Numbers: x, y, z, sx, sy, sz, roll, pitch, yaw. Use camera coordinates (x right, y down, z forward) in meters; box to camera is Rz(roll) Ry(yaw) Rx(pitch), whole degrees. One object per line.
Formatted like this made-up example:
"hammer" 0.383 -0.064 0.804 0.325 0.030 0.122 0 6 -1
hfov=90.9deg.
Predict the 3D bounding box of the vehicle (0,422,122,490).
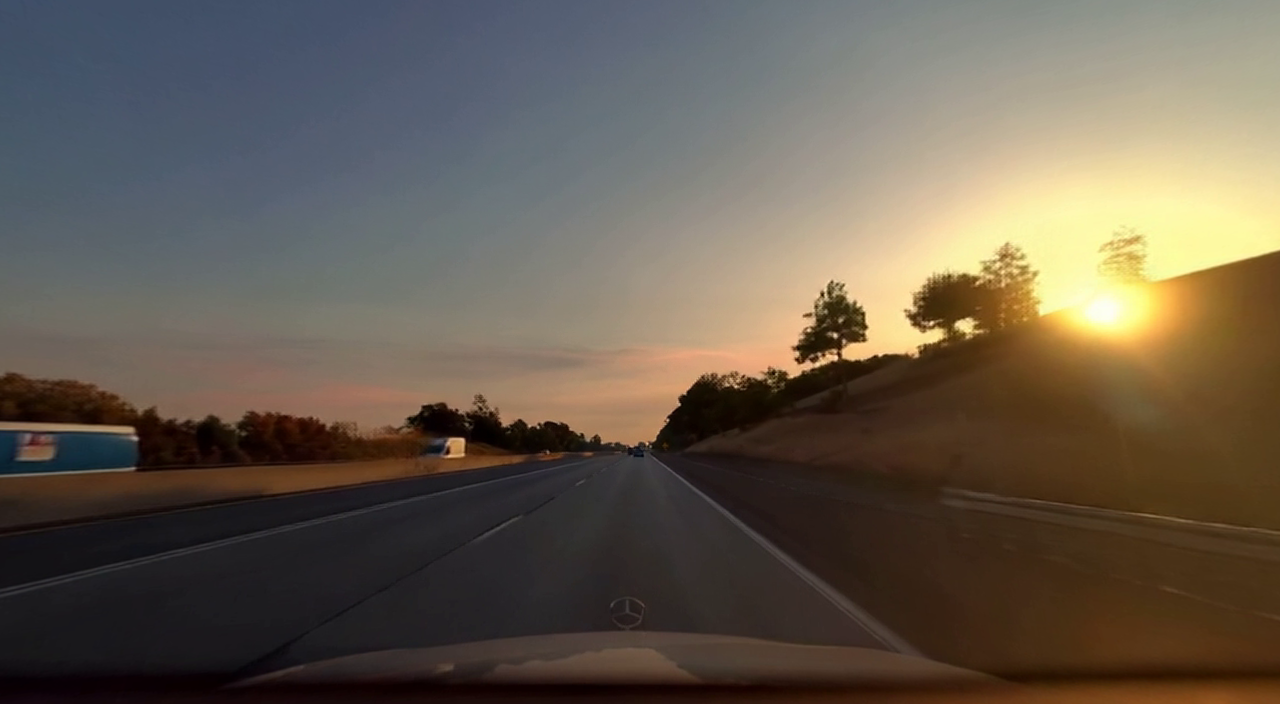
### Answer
"vehicle" -40.997 6.455 39.235 4.331 4.091 18.781 1 -8 -9
